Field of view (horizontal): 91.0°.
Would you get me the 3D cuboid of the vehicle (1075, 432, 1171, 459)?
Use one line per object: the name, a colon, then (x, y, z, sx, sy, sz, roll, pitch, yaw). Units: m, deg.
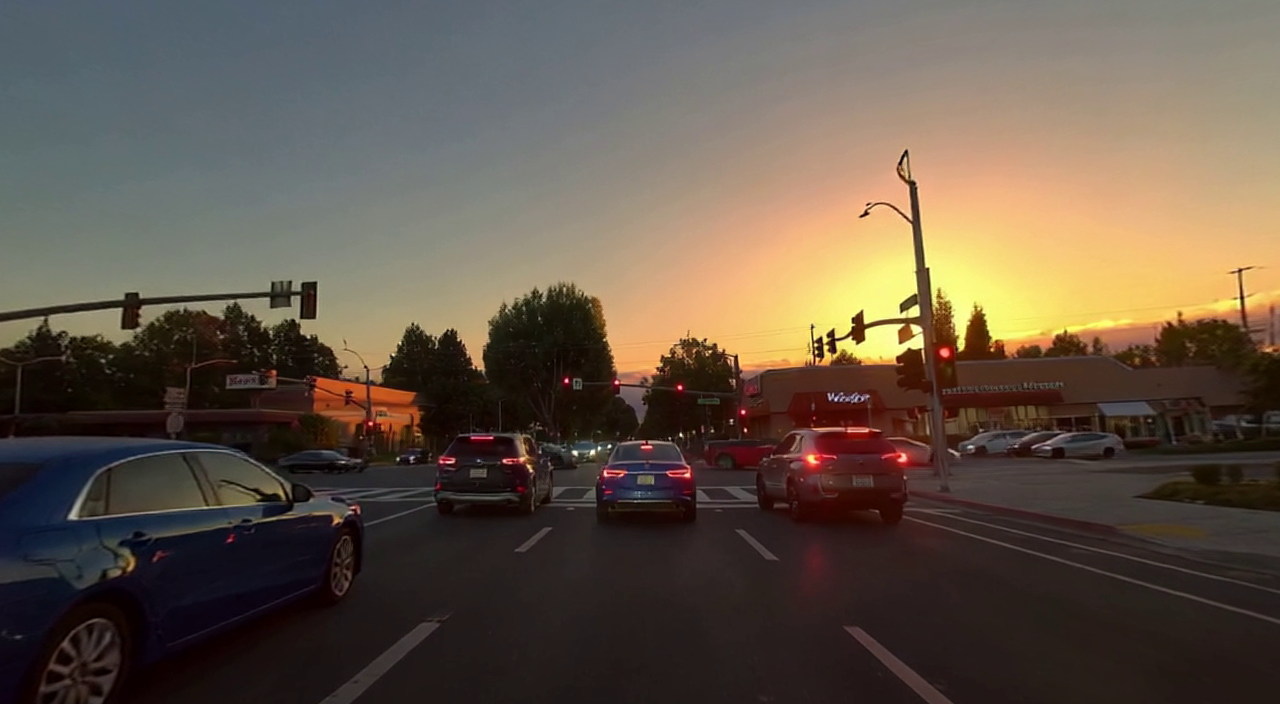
vehicle: (30.547, 5.927, 39.914, 4.432, 1.680, 1.932, 0, -9, 2)

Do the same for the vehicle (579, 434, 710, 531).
vehicle: (0.113, 2.353, 11.875, 2.032, 1.499, 3.994, 0, -9, 1)

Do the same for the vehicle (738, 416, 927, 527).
vehicle: (3.305, 2.183, 11.948, 2.076, 1.691, 4.402, 0, -9, -2)

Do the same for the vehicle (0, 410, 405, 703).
vehicle: (-3.332, 1.206, 3.892, 2.014, 1.472, 4.357, 0, -9, 1)

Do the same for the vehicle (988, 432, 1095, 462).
vehicle: (23.339, 5.535, 36.725, 4.781, 1.700, 1.986, 0, -9, 1)

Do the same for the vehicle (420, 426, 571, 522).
vehicle: (-2.827, 2.509, 13.407, 2.072, 1.694, 4.070, -1, -9, 2)
